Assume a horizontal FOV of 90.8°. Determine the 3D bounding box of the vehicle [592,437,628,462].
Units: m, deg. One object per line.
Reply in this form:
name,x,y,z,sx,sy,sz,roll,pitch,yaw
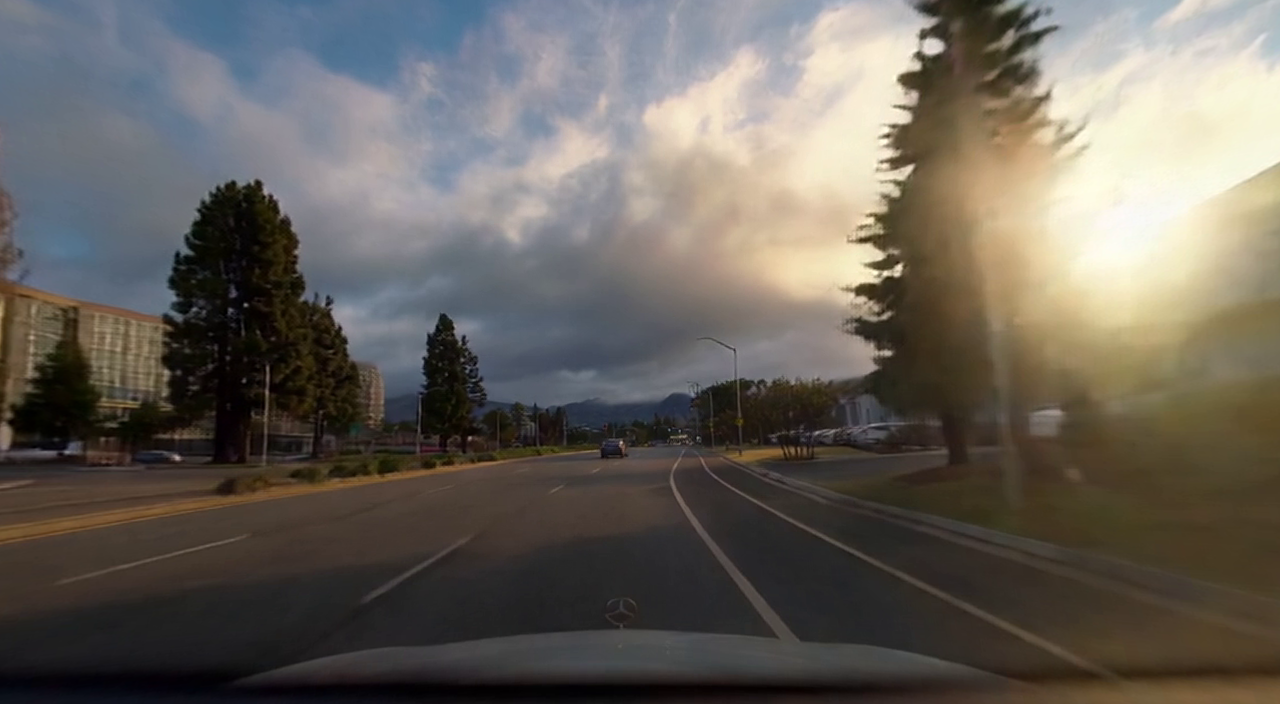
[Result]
vehicle,-2.039,6.871,44.450,2.121,1.654,3.993,-1,-8,4
